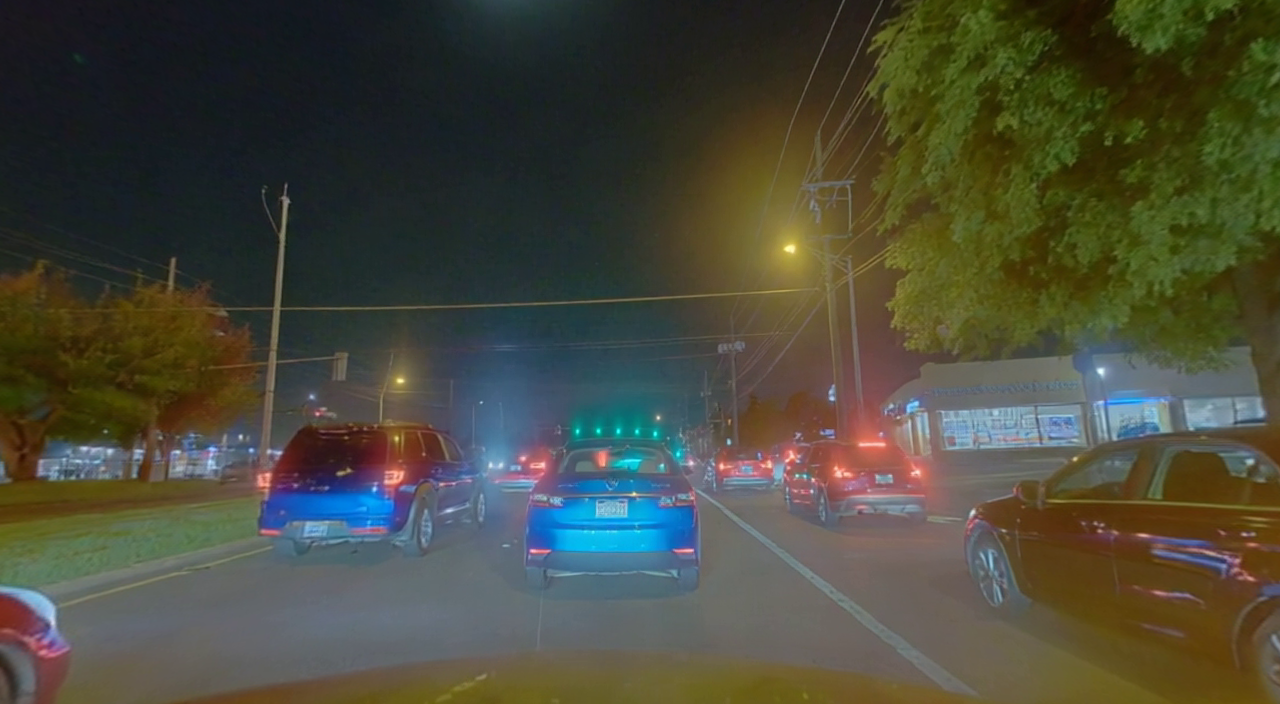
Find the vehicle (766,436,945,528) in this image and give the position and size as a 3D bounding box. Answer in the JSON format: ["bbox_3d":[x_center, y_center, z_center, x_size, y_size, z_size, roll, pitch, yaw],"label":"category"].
[{"bbox_3d":[3.934,2.430,12.450,1.909,1.473,4.361,0,-9,-1],"label":"vehicle"}]

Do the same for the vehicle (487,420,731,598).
[{"bbox_3d":[-0.311,1.641,7.419,2.097,1.511,3.809,0,-9,-2],"label":"vehicle"}]

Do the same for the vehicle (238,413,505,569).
[{"bbox_3d":[-3.416,1.850,9.140,1.979,1.697,4.254,0,-9,0],"label":"vehicle"}]

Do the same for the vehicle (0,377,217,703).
[{"bbox_3d":[-2.850,0.618,0.441,1.984,1.496,4.530,0,-9,0],"label":"vehicle"}]

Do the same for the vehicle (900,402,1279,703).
[{"bbox_3d":[3.665,1.190,4.178,1.929,1.479,4.723,0,-9,1],"label":"vehicle"}]
